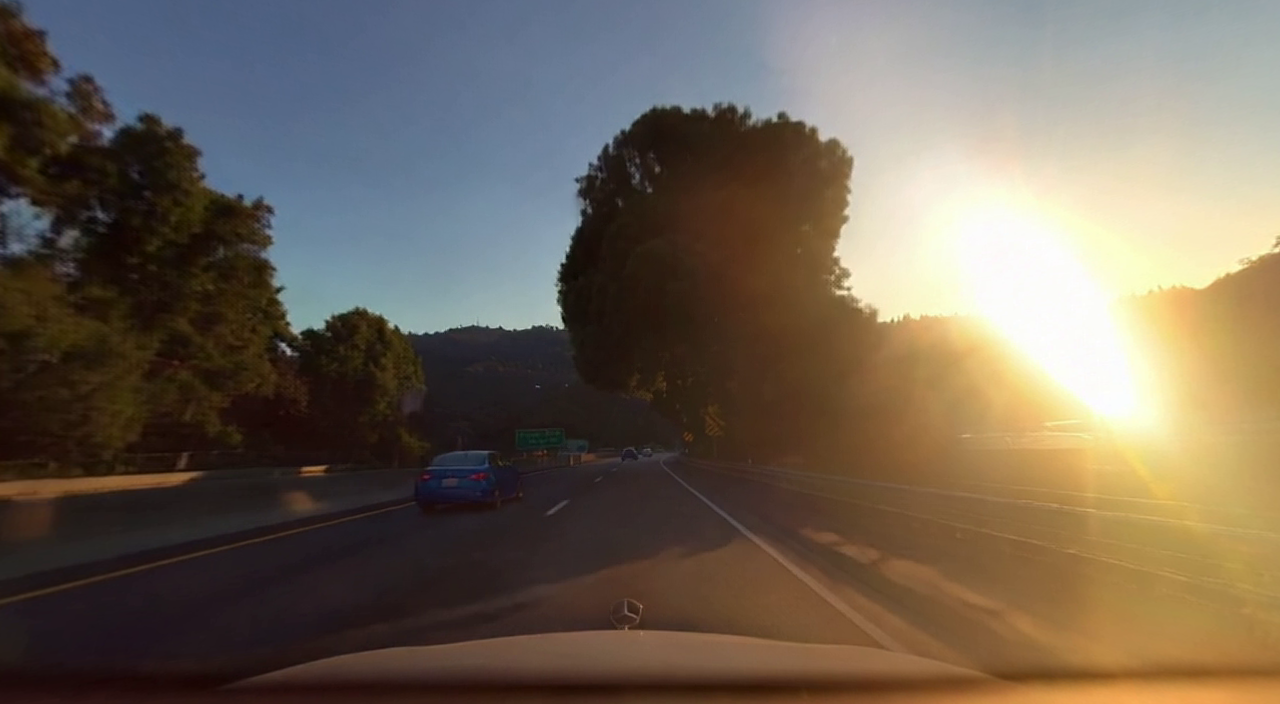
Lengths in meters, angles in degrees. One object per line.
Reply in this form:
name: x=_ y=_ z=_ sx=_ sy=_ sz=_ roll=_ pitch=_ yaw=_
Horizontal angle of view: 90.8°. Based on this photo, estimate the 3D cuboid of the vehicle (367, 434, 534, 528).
vehicle: x=-3.595 y=2.525 z=12.876 sx=2.088 sy=1.586 sz=4.000 roll=0 pitch=-9 yaw=1

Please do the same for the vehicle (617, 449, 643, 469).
vehicle: x=-0.724 y=8.315 z=49.244 sx=1.917 sy=1.450 sz=3.997 roll=0 pitch=-9 yaw=1
